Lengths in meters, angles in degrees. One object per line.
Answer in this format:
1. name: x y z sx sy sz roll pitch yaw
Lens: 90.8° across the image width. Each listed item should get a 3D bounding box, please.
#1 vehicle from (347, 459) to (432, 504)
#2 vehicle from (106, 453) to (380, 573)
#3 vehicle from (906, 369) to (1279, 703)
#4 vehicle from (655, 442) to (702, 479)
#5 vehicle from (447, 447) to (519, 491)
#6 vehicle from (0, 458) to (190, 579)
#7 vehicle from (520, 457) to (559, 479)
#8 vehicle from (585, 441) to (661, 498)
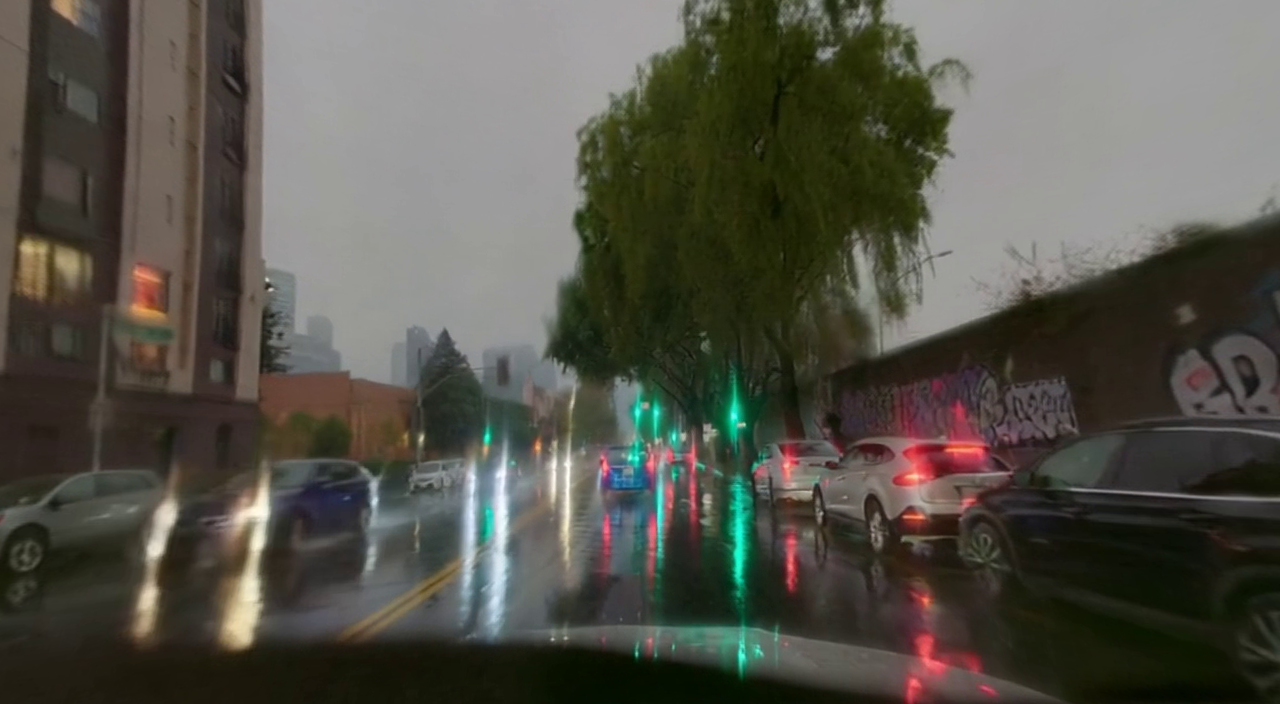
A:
1. vehicle: -11.127 5.747 28.379 1.931 1.499 4.645 -7 -8 -2
2. vehicle: -6.409 2.584 11.000 1.906 1.445 4.490 -4 -8 0
3. vehicle: 4.148 1.201 4.501 2.097 1.811 5.230 0 -8 -1
4. vehicle: 1.951 5.630 33.158 2.207 1.761 4.292 0 -8 0
5. vehicle: -6.827 5.106 28.034 2.147 1.747 4.409 0 -8 -1
6. vehicle: -10.922 2.960 11.539 2.276 1.741 4.439 -5 -8 -1
7. vehicle: -7.041 8.161 44.730 2.040 1.402 4.237 0 -8 0
8. vehicle: -0.522 3.692 20.305 2.166 1.579 4.300 0 -8 -1
